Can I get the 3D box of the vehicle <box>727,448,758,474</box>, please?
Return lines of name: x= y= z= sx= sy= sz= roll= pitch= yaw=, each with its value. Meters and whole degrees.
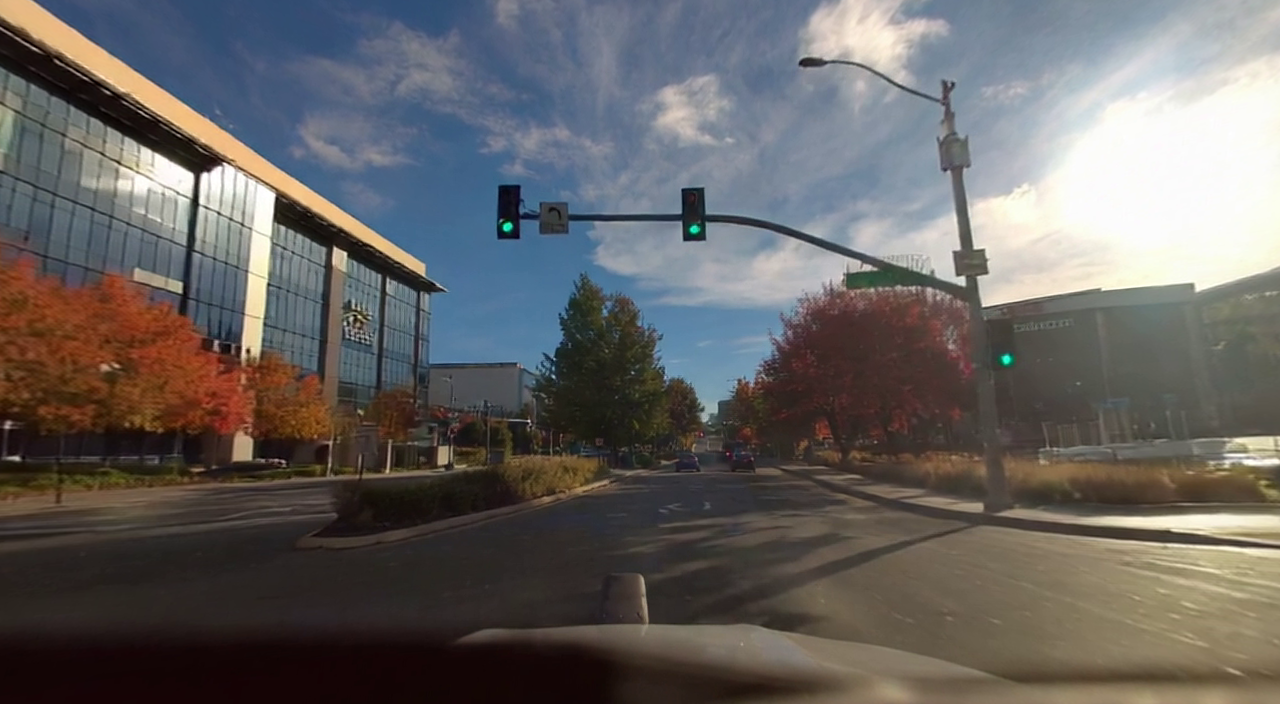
vehicle: x=7.616 y=8.120 z=47.172 sx=2.174 sy=1.749 sz=4.739 roll=-1 pitch=-9 yaw=8
